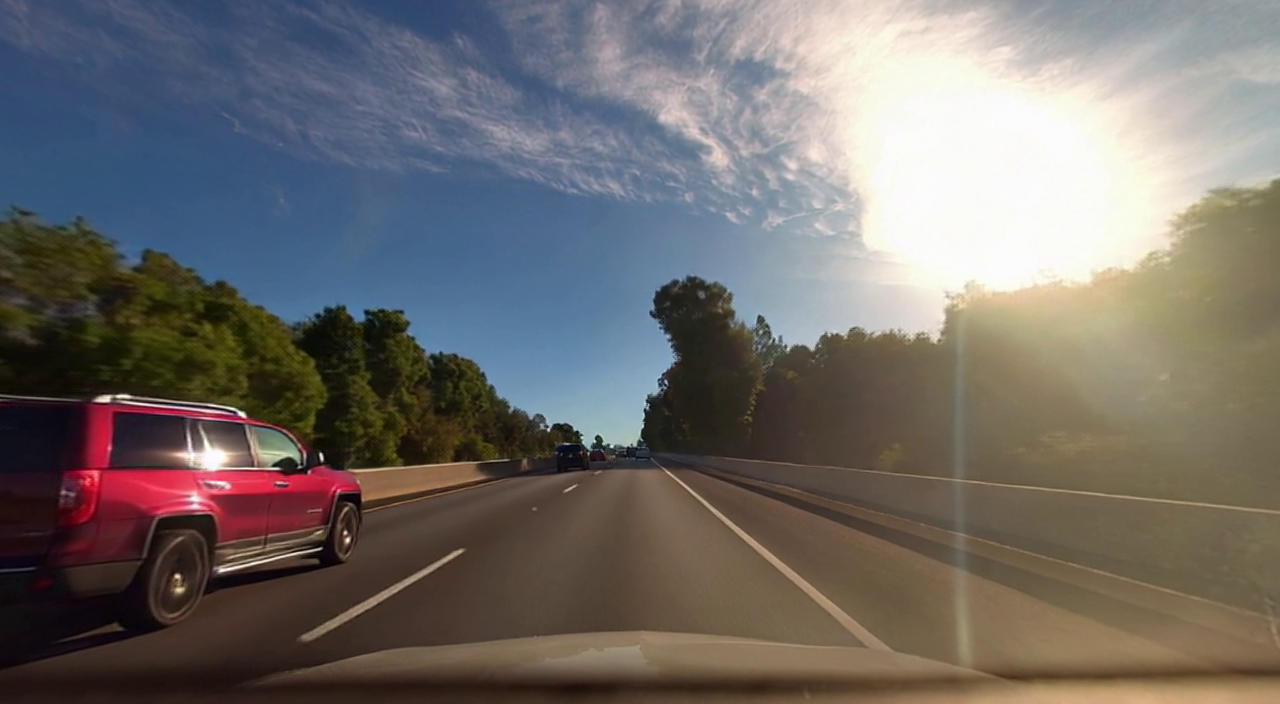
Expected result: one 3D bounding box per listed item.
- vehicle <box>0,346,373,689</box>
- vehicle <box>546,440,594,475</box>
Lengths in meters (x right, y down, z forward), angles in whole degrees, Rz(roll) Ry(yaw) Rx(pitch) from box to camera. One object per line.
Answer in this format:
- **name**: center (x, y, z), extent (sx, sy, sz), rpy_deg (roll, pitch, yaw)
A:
- **vehicle**: center (-4.634, 1.290, 5.944), extent (2.102, 1.941, 4.703), rpy_deg (0, -9, 1)
- **vehicle**: center (-3.812, 5.886, 35.180), extent (2.056, 1.811, 4.202), rpy_deg (-1, -9, 2)
